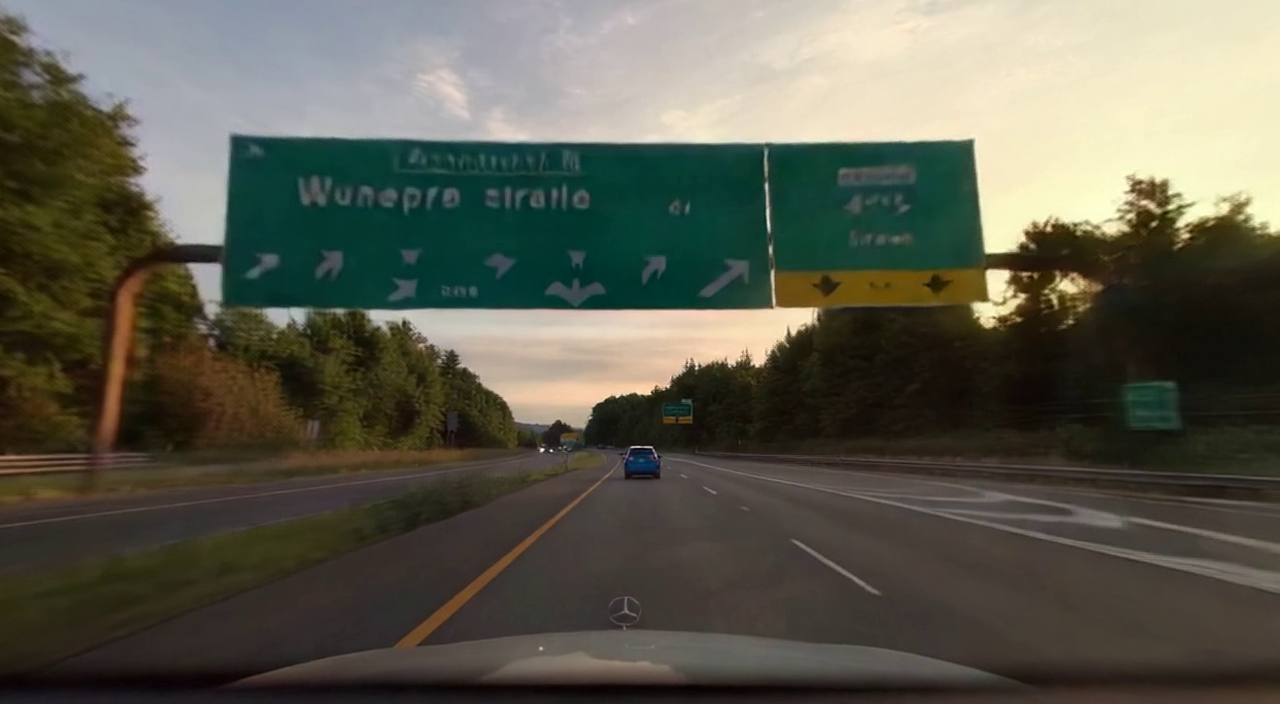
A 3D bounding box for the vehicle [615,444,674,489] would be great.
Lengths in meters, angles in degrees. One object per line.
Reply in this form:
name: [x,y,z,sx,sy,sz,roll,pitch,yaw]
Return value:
vehicle: [0.136,4.323,24.122,2.069,1.523,4.012,0,-9,-1]
